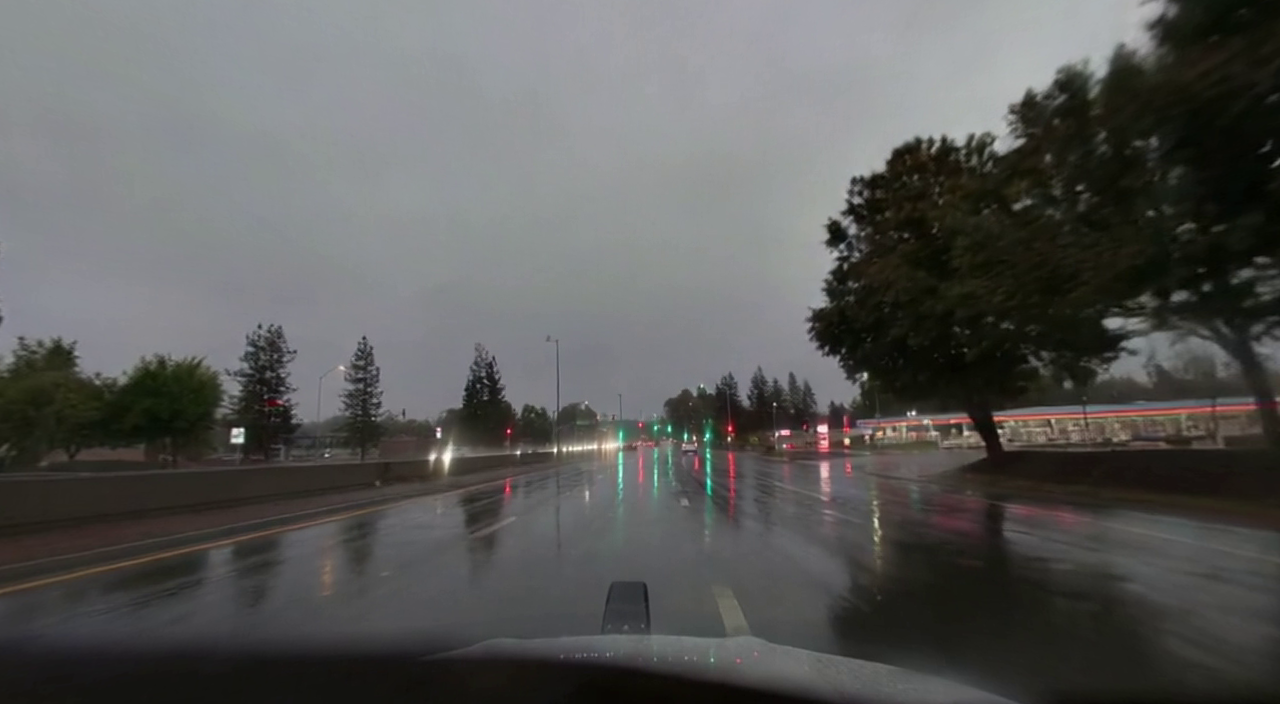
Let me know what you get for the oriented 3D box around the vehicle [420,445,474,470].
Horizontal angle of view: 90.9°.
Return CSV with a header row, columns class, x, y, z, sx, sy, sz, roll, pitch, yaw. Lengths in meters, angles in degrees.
class,x,y,z,sx,sy,sz,roll,pitch,yaw
vehicle,-12.996,7.117,42.700,1.927,1.526,4.245,-1,-9,5
